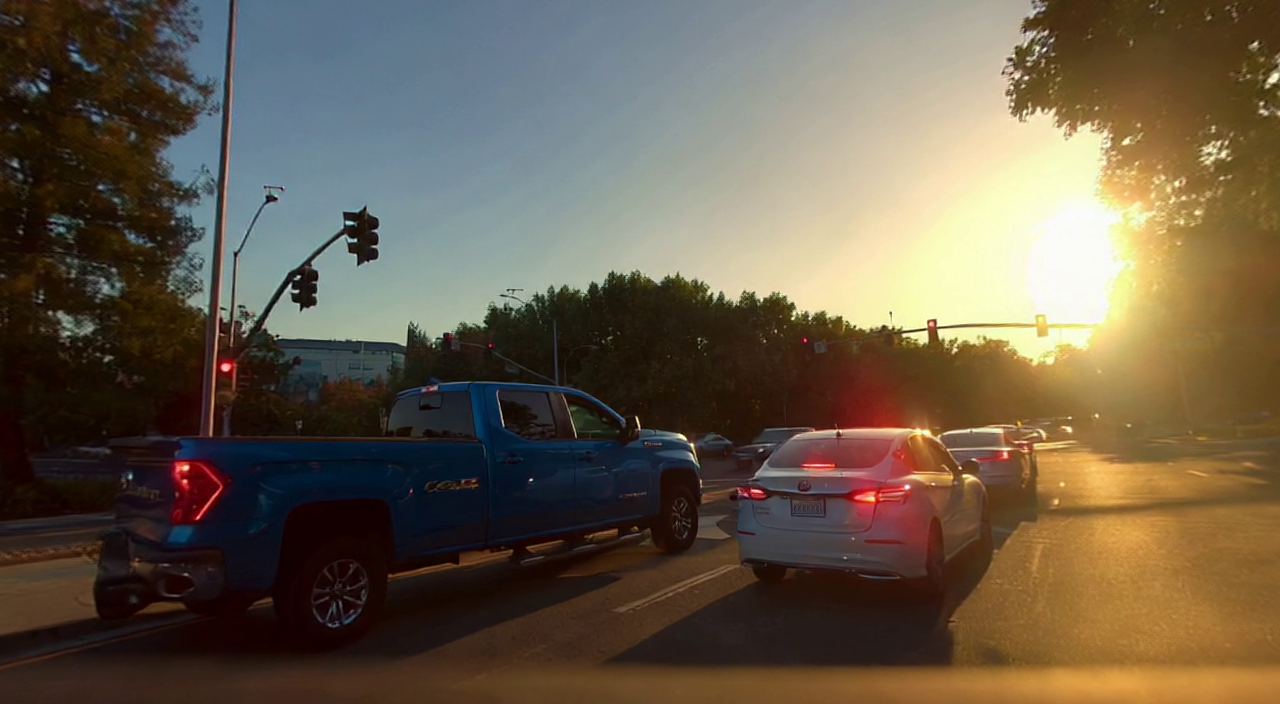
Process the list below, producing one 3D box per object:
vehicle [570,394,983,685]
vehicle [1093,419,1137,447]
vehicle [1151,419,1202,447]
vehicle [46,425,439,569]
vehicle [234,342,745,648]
[{"bbox_3d":[1.711,1.375,5.985,2.027,1.549,4.801,-6,-10,35],"label":"vehicle"},{"bbox_3d":[32.845,5.669,43.737,2.160,1.790,4.303,-6,-10,35],"label":"vehicle"},{"bbox_3d":[35.862,5.470,42.275,2.183,1.714,4.491,-6,-11,36],"label":"vehicle"},{"bbox_3d":[-5.948,2.127,10.193,1.982,1.712,4.862,-6,-10,35],"label":"vehicle"},{"bbox_3d":[-0.872,1.405,7.460,2.272,2.016,6.146,-5,-10,28],"label":"vehicle"}]
